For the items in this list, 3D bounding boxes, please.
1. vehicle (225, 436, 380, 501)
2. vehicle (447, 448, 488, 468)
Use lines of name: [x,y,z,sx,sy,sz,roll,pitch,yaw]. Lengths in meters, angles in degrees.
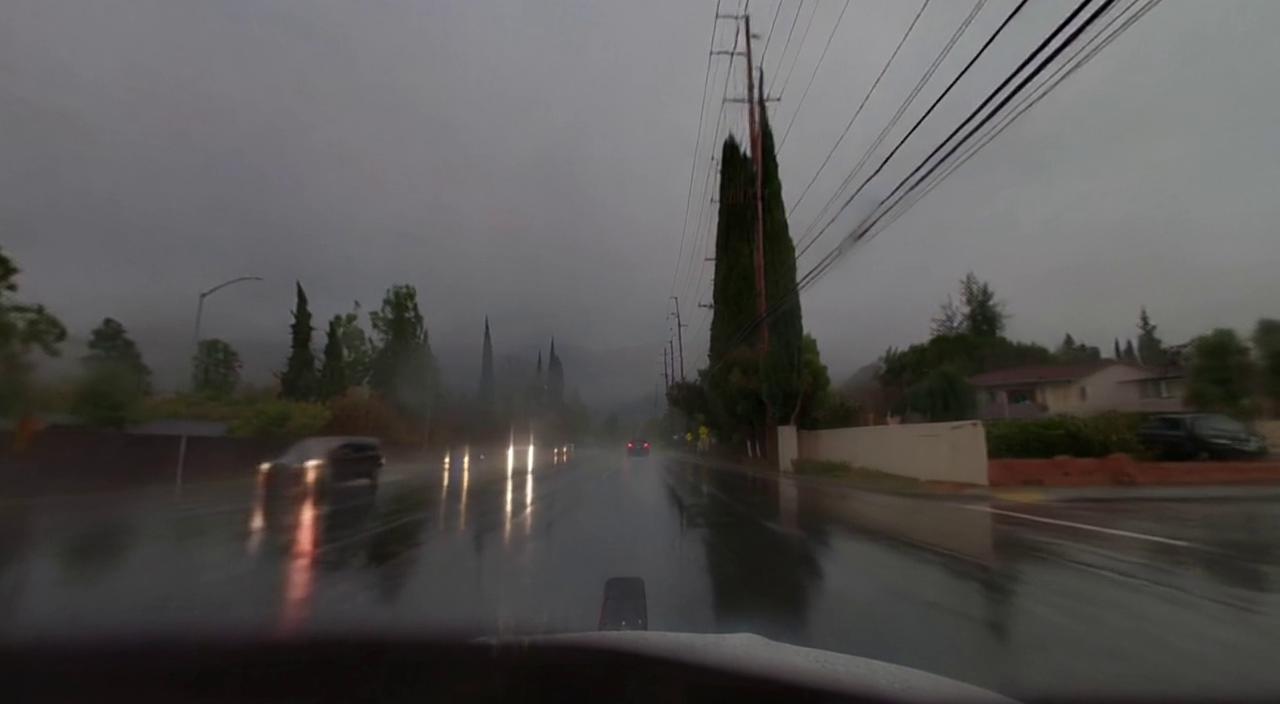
vehicle: [-9.925,3.443,19.000,2.111,1.718,4.465,0,-8,1]
vehicle: [-13.213,8.123,48.278,1.821,1.453,4.459,0,-8,1]
